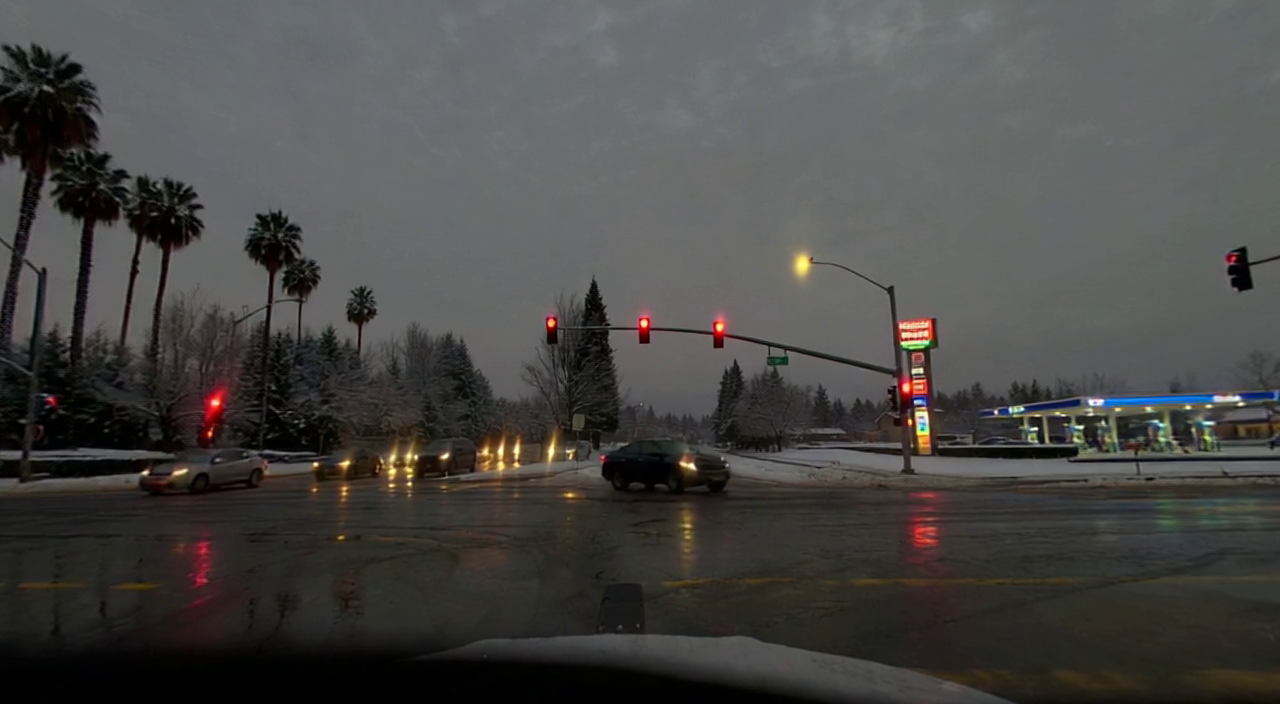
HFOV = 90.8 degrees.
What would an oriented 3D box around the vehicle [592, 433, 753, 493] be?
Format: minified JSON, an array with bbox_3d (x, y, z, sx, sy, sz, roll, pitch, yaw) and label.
[{"bbox_3d":[0.917,3.474,20.170,2.138,1.651,4.938,9,-12,-44],"label":"vehicle"}]

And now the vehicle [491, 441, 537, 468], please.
[{"bbox_3d":[-8.511,6.953,43.067,2.124,1.701,4.551,0,-9,1],"label":"vehicle"}]

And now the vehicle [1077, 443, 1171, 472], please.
[{"bbox_3d":[24.262,5.294,31.730,3.474,1.376,1.538,0,-9,-2],"label":"vehicle"}]

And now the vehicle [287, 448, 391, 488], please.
[{"bbox_3d":[-11.893,4.578,25.341,1.966,1.455,4.493,0,-9,0],"label":"vehicle"}]

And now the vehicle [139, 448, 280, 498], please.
[{"bbox_3d":[-15.282,4.273,22.779,1.956,1.611,4.359,0,-9,0],"label":"vehicle"}]

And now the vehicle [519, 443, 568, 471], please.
[{"bbox_3d":[-5.306,5.827,35.315,1.983,1.464,4.579,0,-9,0],"label":"vehicle"}]

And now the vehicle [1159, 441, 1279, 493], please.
[{"bbox_3d":[18.778,3.404,18.817,5.015,1.446,1.862,0,-9,-3],"label":"vehicle"}]

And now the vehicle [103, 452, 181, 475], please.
[{"bbox_3d":[-35.235,7.875,44.847,1.886,1.523,4.581,0,-9,-1],"label":"vehicle"}]

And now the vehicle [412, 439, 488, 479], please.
[{"bbox_3d":[-8.618,4.889,29.056,2.156,1.662,4.186,0,-9,0],"label":"vehicle"}]

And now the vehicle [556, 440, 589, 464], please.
[{"bbox_3d":[-5.134,7.657,48.531,1.929,1.719,4.892,0,-9,0],"label":"vehicle"}]

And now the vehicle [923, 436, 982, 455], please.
[{"bbox_3d":[22.542,6.760,45.652,3.356,1.395,1.559,0,-9,-1],"label":"vehicle"}]
